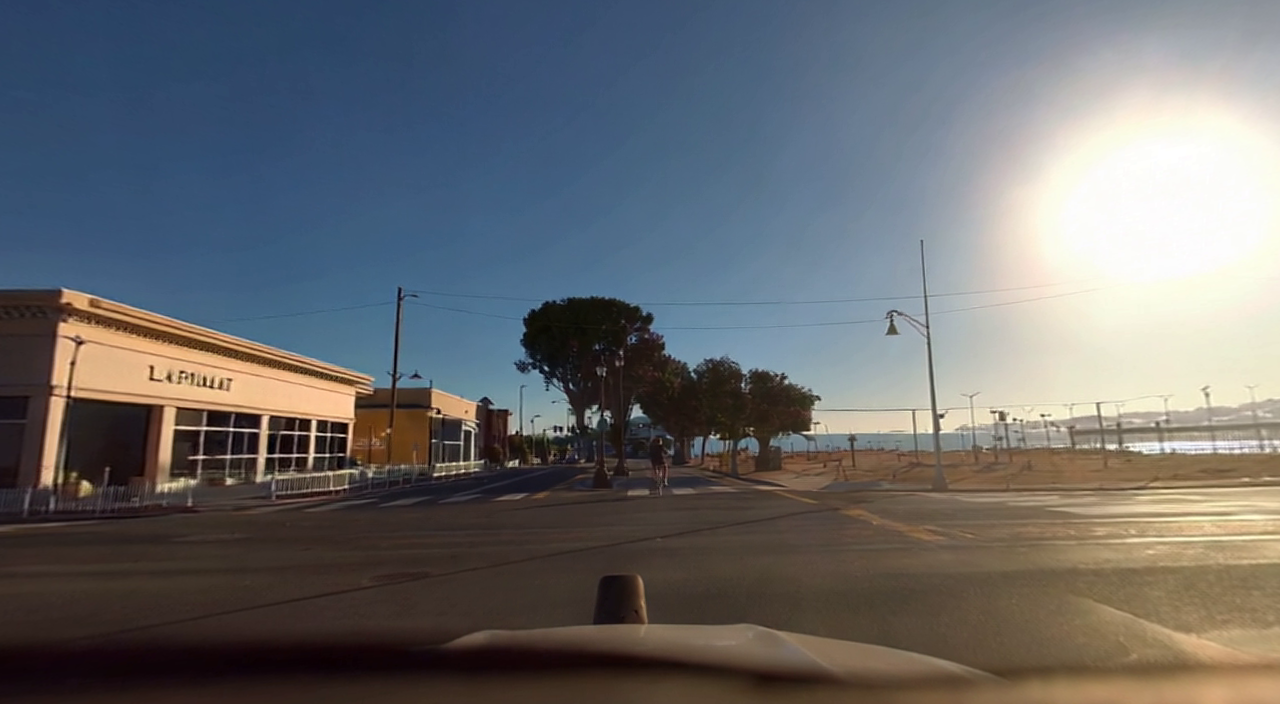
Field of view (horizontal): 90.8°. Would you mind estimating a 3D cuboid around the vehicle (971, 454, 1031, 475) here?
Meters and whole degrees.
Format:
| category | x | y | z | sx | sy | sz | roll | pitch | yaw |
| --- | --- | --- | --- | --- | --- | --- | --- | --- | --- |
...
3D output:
| category | x | y | z | sx | sy | sz | roll | pitch | yaw |
| --- | --- | --- | --- | --- | --- | --- | --- | --- | --- |
| vehicle | 27.719 | 8.616 | 48.544 | 3.794 | 1.403 | 1.636 | 0 | -9 | -15 |
